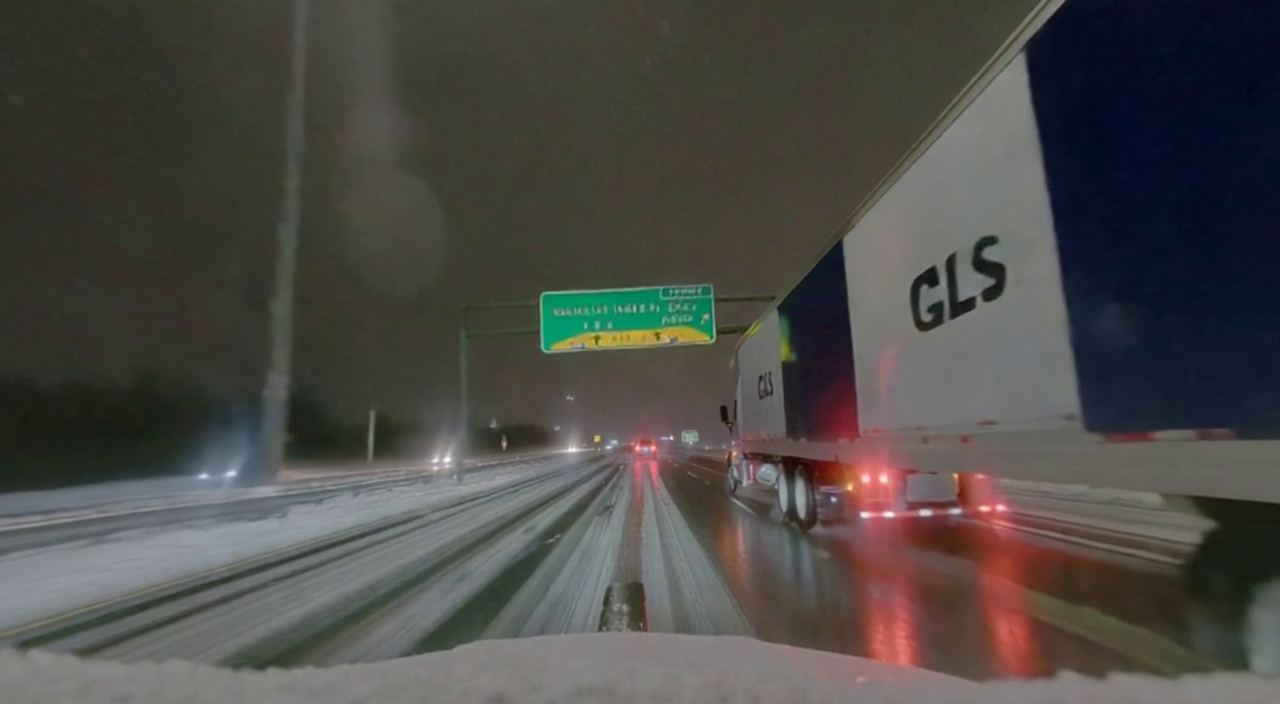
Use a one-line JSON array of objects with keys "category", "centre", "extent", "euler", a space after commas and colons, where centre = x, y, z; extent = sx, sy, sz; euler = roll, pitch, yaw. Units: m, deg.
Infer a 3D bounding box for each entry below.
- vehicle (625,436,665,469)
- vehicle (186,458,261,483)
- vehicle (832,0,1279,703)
[{"category": "vehicle", "centre": [0.261, 5.461, 34.317], "extent": [2.050, 1.654, 4.192], "euler": [0, -8, 0]}, {"category": "vehicle", "centre": [-28.737, 8.177, 43.652], "extent": [1.858, 1.531, 4.830], "euler": [0, -8, 1]}, {"category": "vehicle", "centre": [4.117, -0.218, 3.169], "extent": [3.014, 4.068, 10.359], "euler": [0, -8, 0]}]
